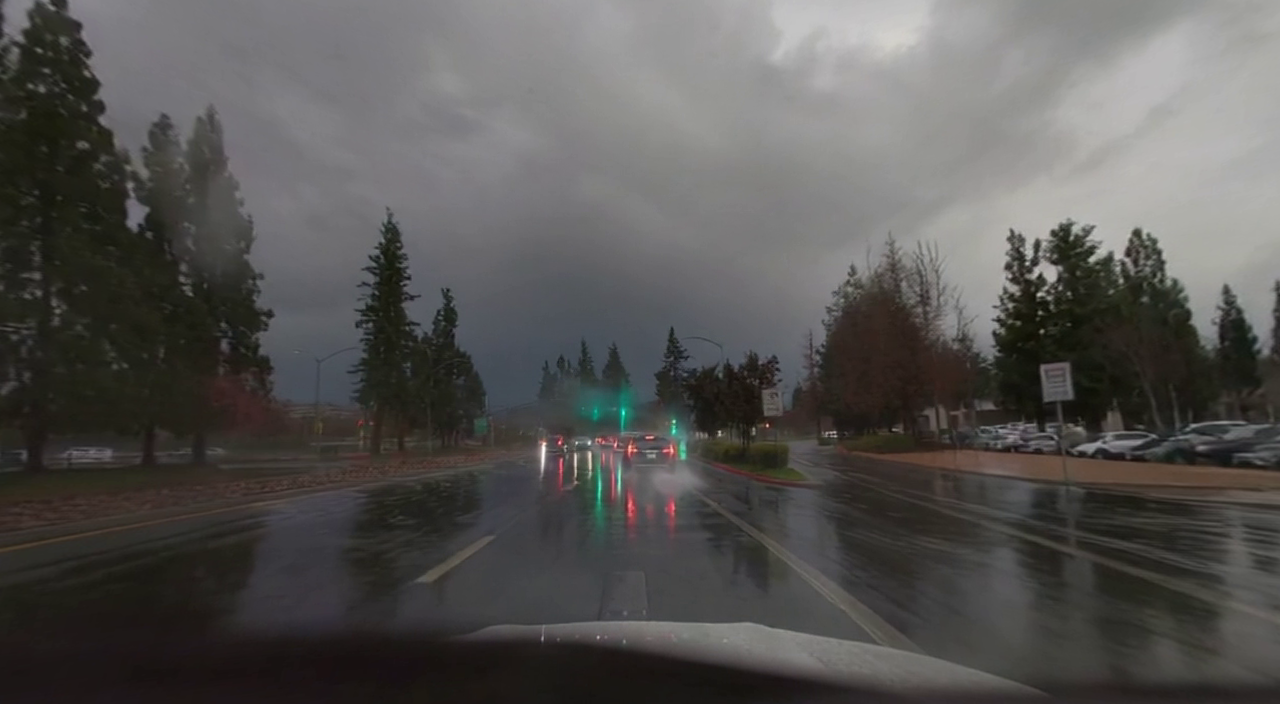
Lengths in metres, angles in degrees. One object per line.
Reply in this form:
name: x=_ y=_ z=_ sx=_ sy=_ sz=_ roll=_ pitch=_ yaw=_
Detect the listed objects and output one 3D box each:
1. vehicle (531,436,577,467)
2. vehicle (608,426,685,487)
vehicle: x=-4.528 y=5.339 z=33.804 sx=1.950 sy=1.563 sz=3.727 roll=0 pitch=-9 yaw=0
vehicle: x=0.151 y=3.211 z=19.554 sx=2.135 sy=1.691 sz=3.884 roll=0 pitch=-9 yaw=-1
